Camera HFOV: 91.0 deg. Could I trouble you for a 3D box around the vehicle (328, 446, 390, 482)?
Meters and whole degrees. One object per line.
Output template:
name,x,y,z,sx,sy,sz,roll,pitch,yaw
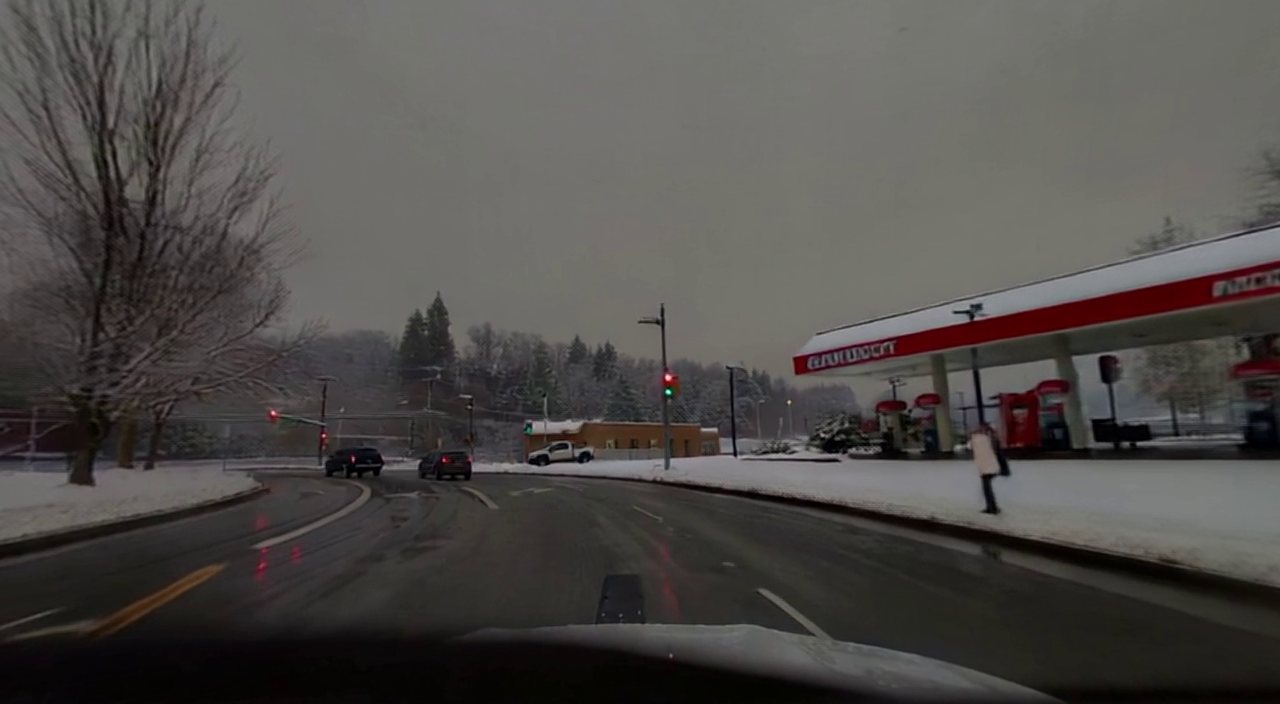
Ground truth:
vehicle,-17.160,6.776,38.348,2.254,2.006,4.766,7,-11,-37

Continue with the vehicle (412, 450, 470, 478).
vehicle,-14.413,8.019,45.428,2.202,1.822,4.826,8,-12,-40
